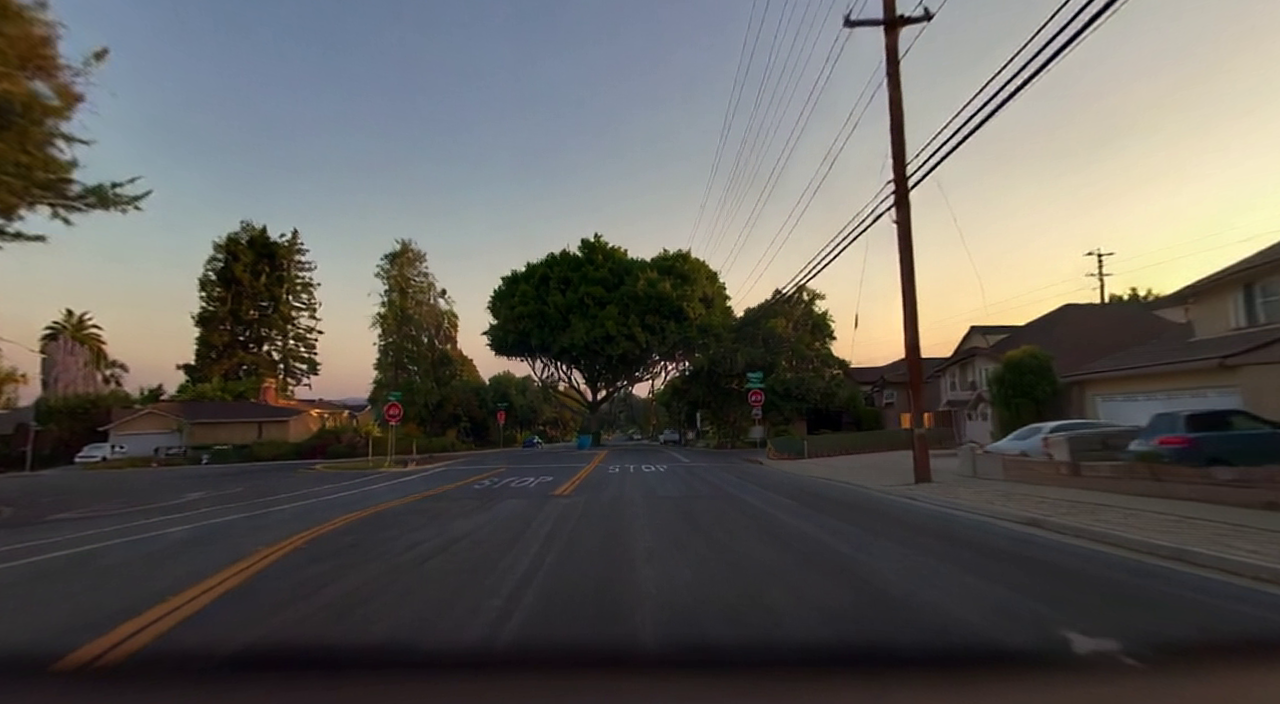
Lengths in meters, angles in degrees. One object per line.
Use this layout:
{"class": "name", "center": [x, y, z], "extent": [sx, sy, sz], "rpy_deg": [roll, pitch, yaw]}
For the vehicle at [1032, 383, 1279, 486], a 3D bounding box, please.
{"class": "vehicle", "center": [10.700, 1.622, 12.334], "extent": [4.544, 1.807, 2.204], "rpy_deg": [-1, -8, 3]}
